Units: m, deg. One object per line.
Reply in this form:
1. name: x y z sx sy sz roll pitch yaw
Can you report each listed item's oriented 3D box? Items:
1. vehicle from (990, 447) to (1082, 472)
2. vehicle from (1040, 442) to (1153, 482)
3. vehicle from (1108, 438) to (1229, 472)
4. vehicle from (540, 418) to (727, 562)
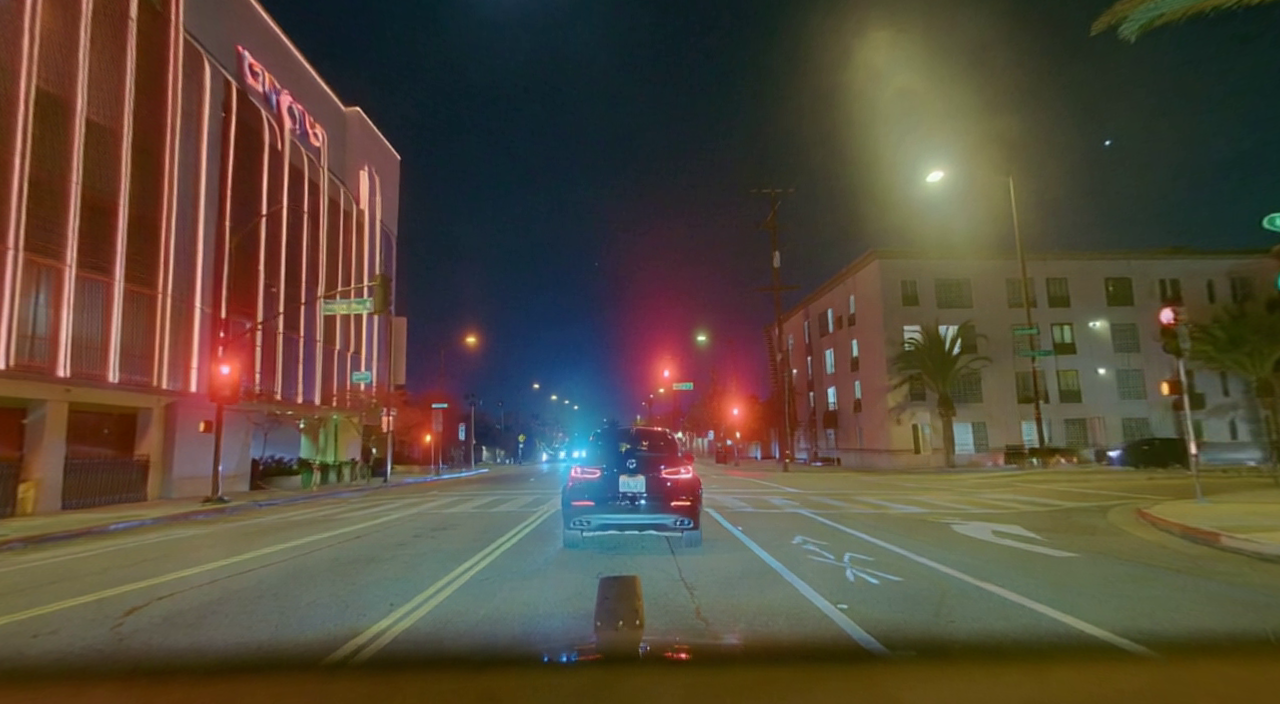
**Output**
1. vehicle: 24.207 6.587 38.702 4.417 1.462 1.761 0 -8 -1
2. vehicle: 20.065 4.798 27.797 4.118 1.593 2.004 3 -9 -21
3. vehicle: 28.526 5.563 34.222 4.649 1.760 2.029 -1 -8 2
4. vehicle: -0.081 1.874 9.236 2.144 1.643 3.770 0 -8 0
